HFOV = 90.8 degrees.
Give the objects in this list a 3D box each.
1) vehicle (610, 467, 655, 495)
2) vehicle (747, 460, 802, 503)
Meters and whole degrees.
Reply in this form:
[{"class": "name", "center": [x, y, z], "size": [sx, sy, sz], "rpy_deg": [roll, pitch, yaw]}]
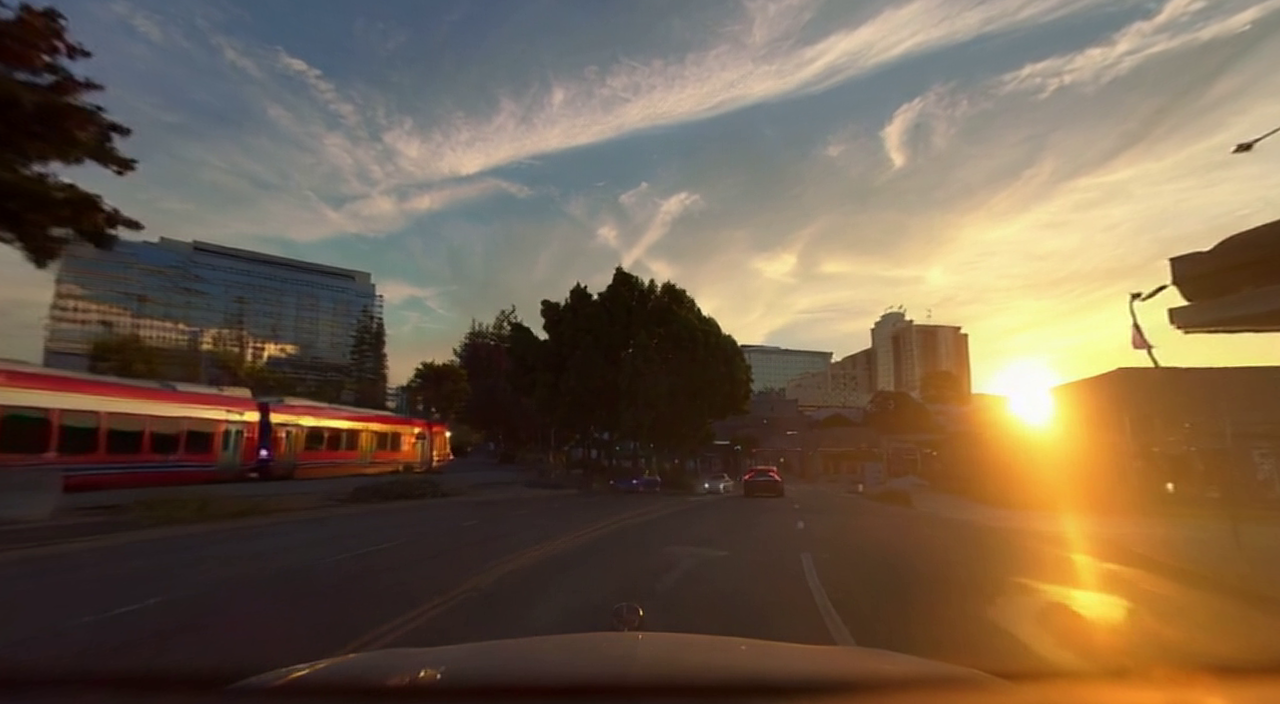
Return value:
[{"class": "vehicle", "center": [-0.426, 8.142, 40.103], "size": [2.042, 1.531, 4.403], "rpy_deg": [-2, -9, 11]}, {"class": "vehicle", "center": [6.294, 5.966, 29.463], "size": [2.263, 1.765, 4.237], "rpy_deg": [-2, -9, 13]}]
